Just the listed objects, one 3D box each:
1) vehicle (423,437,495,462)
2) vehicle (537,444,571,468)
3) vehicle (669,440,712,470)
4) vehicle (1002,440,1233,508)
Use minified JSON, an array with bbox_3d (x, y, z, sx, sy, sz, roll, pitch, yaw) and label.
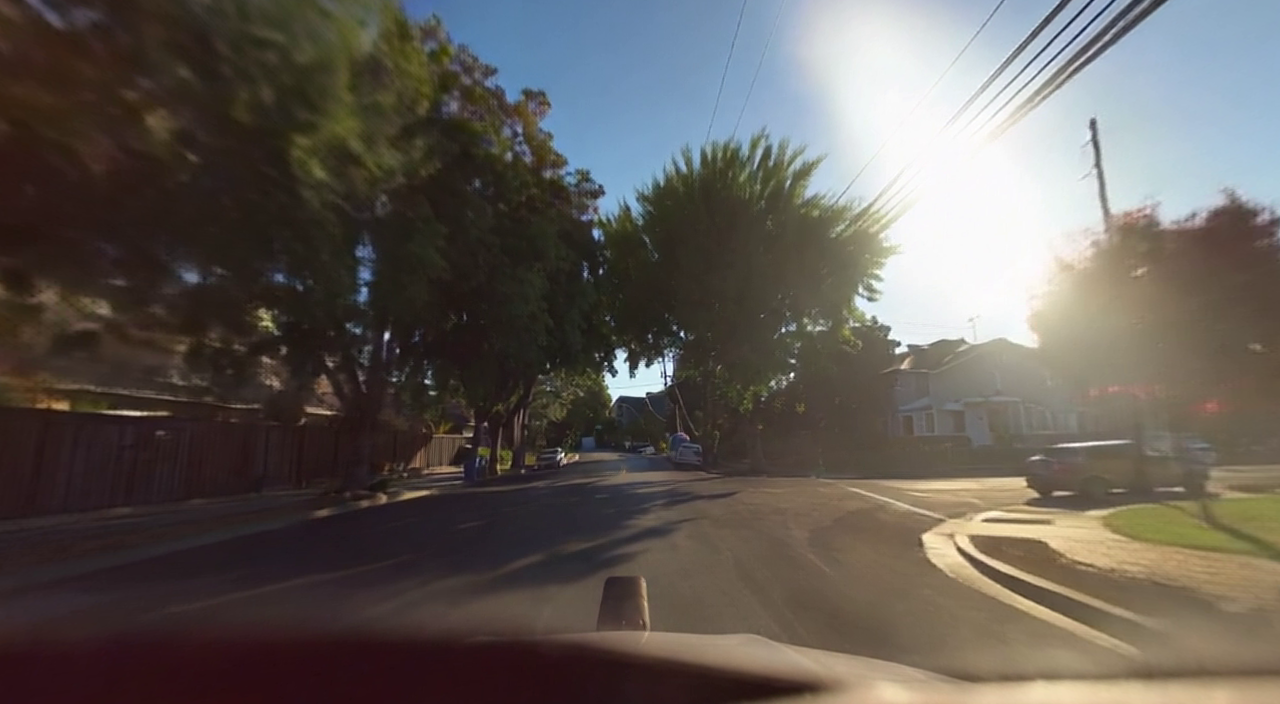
[{"bbox_3d":[-13.830,7.513,48.272,5.019,1.867,2.006,1,-9,-8],"label":"vehicle"},{"bbox_3d":[-6.025,7.305,44.296,1.947,1.557,3.900,0,-9,-2],"label":"vehicle"},{"bbox_3d":[3.143,6.506,39.820,2.140,1.749,4.369,1,-9,-3],"label":"vehicle"},{"bbox_3d":[12.596,3.162,16.717,4.708,1.527,2.113,0,-8,-10],"label":"vehicle"}]
